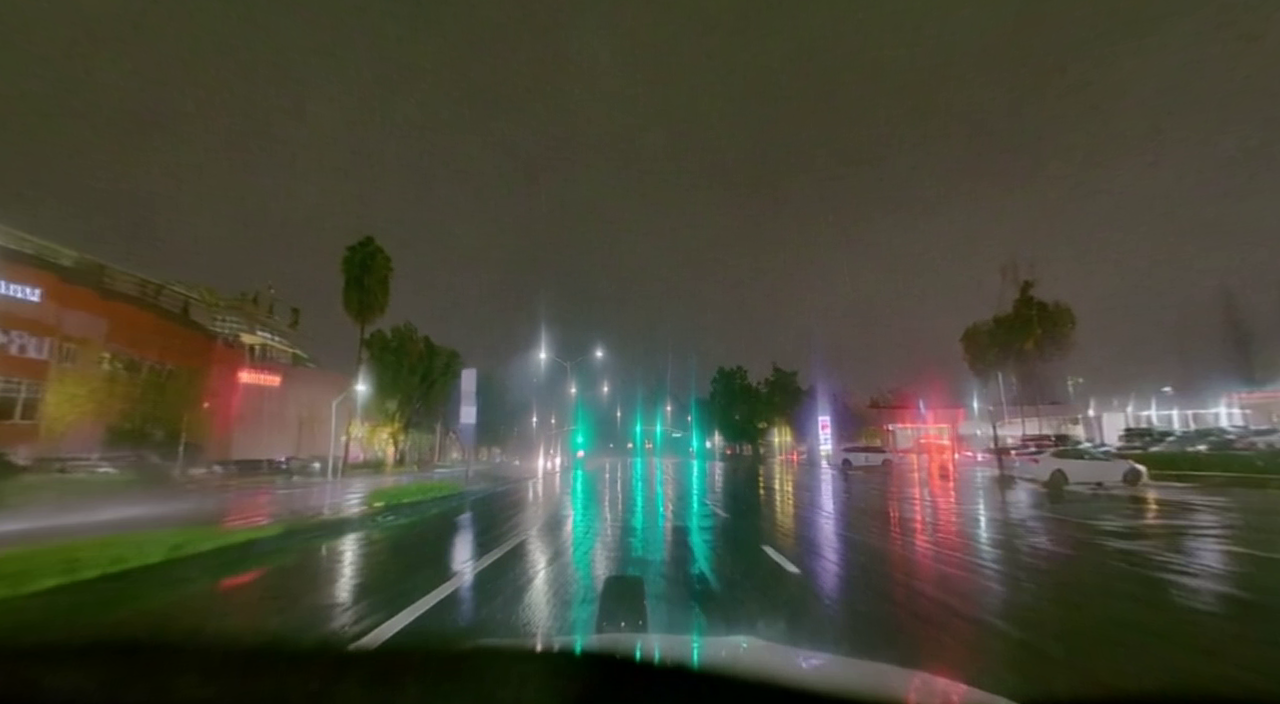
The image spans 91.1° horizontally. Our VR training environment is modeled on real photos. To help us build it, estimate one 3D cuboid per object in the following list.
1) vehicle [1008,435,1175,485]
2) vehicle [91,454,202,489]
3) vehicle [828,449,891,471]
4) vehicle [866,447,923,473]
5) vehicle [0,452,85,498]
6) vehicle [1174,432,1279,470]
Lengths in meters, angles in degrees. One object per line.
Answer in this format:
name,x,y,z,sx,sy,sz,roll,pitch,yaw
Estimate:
vehicle,17.080,4.084,23.938,4.720,1.769,2.229,1,-9,-6
vehicle,-29.029,7.016,37.260,2.199,1.859,5.442,0,-9,-1
vehicle,16.941,8.278,48.439,4.313,1.584,2.282,5,-10,-29
vehicle,18.943,7.976,46.627,3.754,1.844,2.002,5,-11,-32
vehicle,-31.319,6.157,31.690,2.160,2.118,4.989,0,-9,-3
vehicle,29.602,4.876,31.094,4.342,1.641,1.975,-3,-9,0
